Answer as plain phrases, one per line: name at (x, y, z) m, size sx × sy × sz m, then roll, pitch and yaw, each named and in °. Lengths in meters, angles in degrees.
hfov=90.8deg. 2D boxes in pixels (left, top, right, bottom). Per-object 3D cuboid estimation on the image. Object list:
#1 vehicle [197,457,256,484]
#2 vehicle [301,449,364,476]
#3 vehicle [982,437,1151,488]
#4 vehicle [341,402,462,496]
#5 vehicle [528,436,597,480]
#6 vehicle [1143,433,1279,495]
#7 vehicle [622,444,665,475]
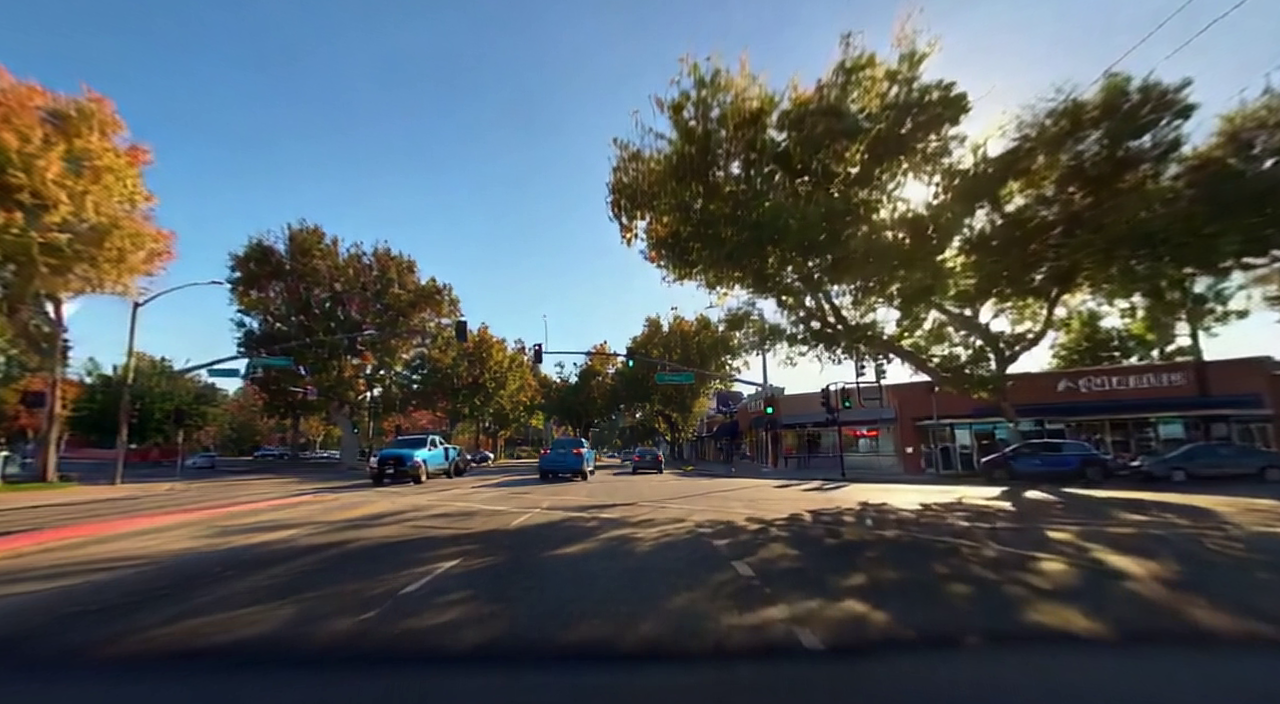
vehicle at (-25.285, 7.172, 38.553) m, size 4.432 × 1.480 × 1.915 m, roll -8°, pitch -12°, yaw 43°
vehicle at (-22.402, 7.950, 45.909) m, size 5.425 × 1.787 × 2.191 m, roll -8°, pitch -12°, yaw 43°
vehicle at (14.149, 3.656, 21.181) m, size 4.406 × 1.512 × 1.935 m, roll -6°, pitch -10°, yaw 35°
vehicle at (-7.533, 3.143, 20.611) m, size 2.507 × 2.667 × 4.567 m, roll 1°, pitch -9°, yaw -6°
vehicle at (-3.350, 4.759, 28.611) m, size 2.464 × 1.777 × 5.128 m, roll 0°, pitch -9°, yaw 0°
vehicle at (15.720, 2.807, 15.942) m, size 4.520 × 1.455 × 1.968 m, roll -6°, pitch -11°, yaw 35°
vehicle at (0.181, 5.551, 32.907) m, size 2.103 × 1.487 × 4.101 m, roll 0°, pitch -9°, yaw 0°
